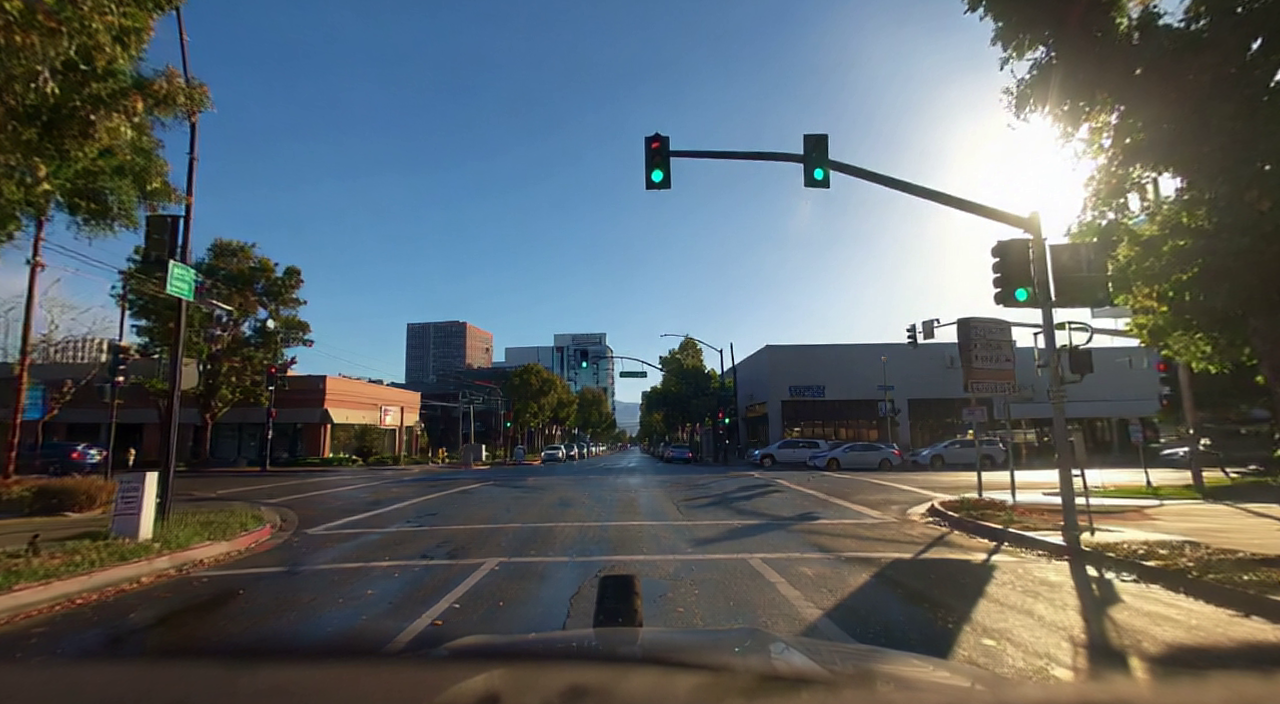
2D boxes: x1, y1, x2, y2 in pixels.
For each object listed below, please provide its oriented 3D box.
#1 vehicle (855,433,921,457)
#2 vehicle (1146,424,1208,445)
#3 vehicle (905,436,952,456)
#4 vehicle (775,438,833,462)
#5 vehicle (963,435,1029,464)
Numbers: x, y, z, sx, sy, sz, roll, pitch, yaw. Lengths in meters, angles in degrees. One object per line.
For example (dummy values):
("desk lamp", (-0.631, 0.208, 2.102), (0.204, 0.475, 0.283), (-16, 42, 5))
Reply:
("vehicle", (16.925, 6.329, 42.697), (4.522, 1.546, 1.941), (6, -11, -34))
("vehicle", (40.981, 6.341, 47.925), (1.682, 1.422, 3.422), (1, -10, 0))
("vehicle", (21.817, 7.136, 47.502), (1.923, 1.463, 3.758), (-1, -9, 3))
("vehicle", (11.084, 6.615, 42.251), (1.955, 1.508, 4.295), (-8, -12, 42))
("vehicle", (20.998, 5.756, 37.094), (1.851, 1.388, 3.475), (0, -4, -1))
